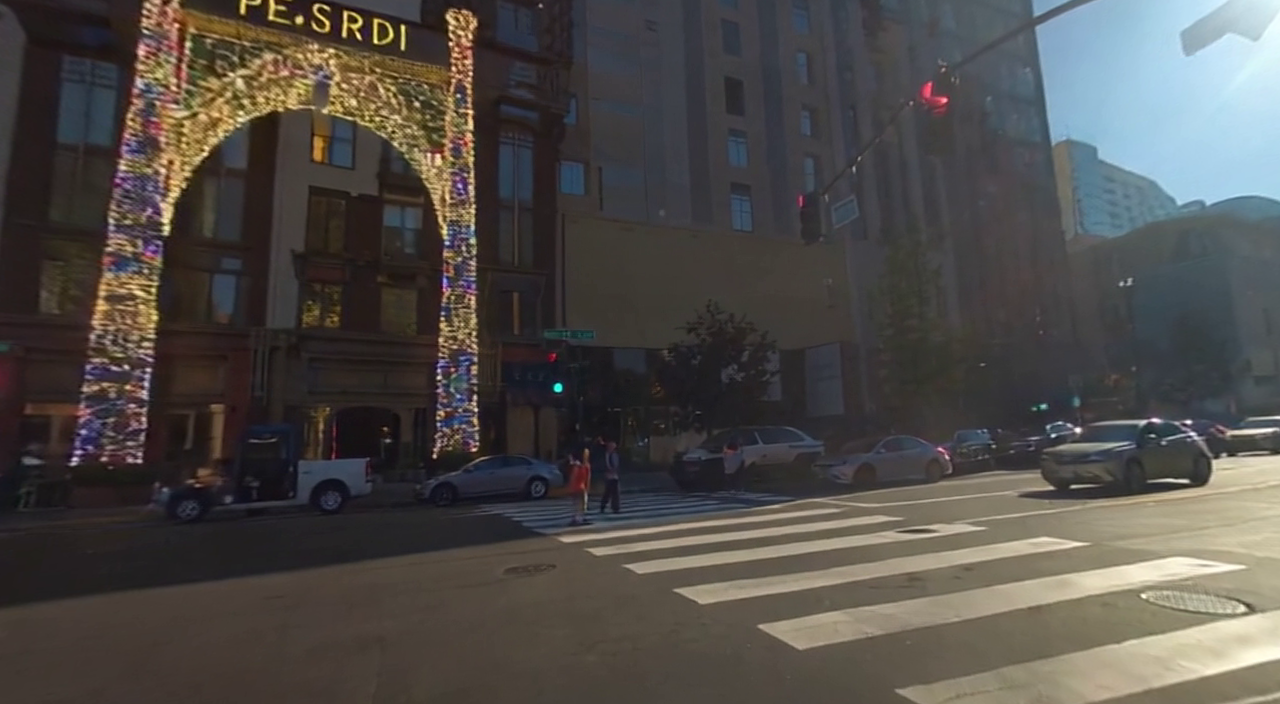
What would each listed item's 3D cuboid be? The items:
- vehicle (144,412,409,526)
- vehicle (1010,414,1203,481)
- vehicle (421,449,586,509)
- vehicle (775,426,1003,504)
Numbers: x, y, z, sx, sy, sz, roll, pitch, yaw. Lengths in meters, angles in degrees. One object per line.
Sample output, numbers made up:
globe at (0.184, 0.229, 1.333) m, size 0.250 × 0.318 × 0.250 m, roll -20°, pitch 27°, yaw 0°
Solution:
vehicle at (-10.199, 3.343, 18.554) m, size 6.182 × 2.913 × 2.526 m, roll 3°, pitch -9°, yaw -18°
vehicle at (12.139, 2.484, 16.437) m, size 4.390 × 1.552 × 1.925 m, roll 3°, pitch -9°, yaw -22°
vehicle at (-4.025, 3.694, 18.679) m, size 4.515 × 1.583 × 1.920 m, roll 3°, pitch -9°, yaw -17°
vehicle at (5.536, 2.458, 14.060) m, size 4.600 × 1.506 × 1.878 m, roll 3°, pitch -9°, yaw -21°
